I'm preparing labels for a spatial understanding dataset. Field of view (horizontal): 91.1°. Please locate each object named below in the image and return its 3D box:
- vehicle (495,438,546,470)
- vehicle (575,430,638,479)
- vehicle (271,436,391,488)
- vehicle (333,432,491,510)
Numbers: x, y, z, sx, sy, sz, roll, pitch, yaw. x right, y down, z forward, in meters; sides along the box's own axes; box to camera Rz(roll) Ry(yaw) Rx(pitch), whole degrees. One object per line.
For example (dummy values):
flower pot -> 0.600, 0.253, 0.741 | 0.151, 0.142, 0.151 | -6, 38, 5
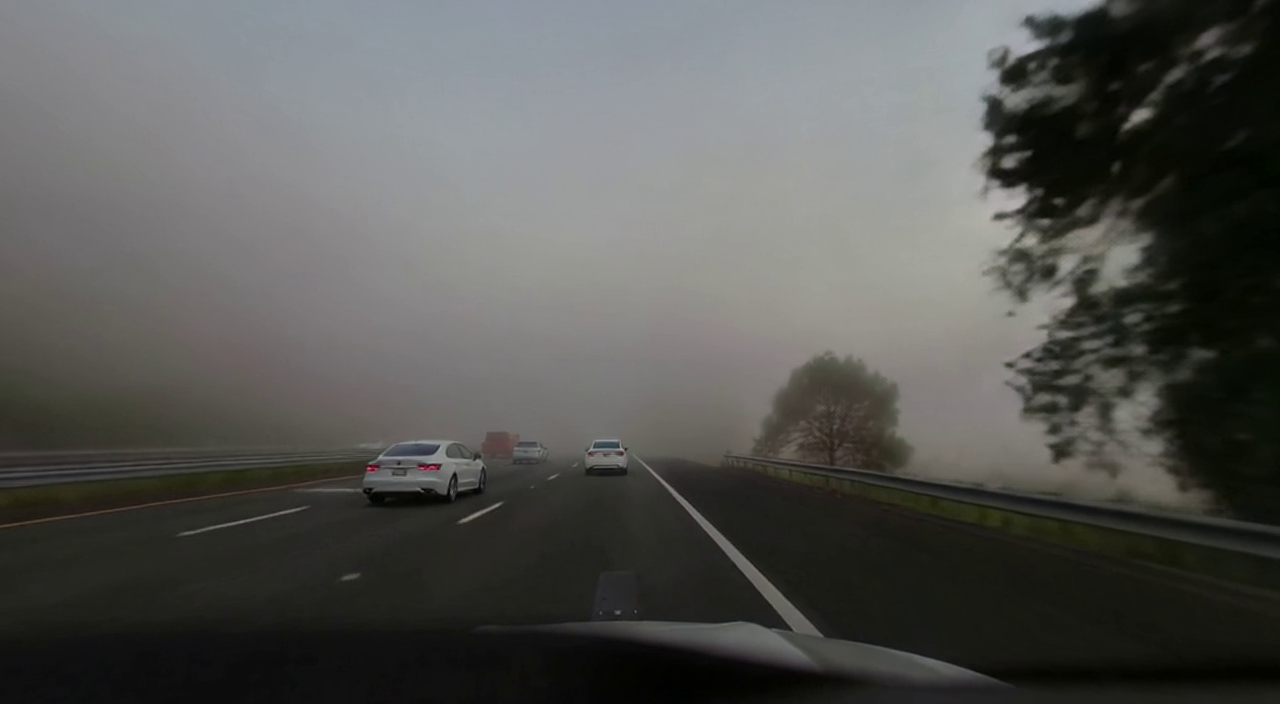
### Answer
vehicle -> -5.748, 4.908, 30.633 | 1.835, 1.432, 3.835 | 0, -8, -1
vehicle -> -1.229, 3.798, 23.721 | 2.178, 1.658, 3.916 | 0, -8, -2
vehicle -> -9.610, 3.406, 19.913 | 1.850, 1.439, 3.932 | 0, -8, -1
vehicle -> -4.879, 2.565, 14.239 | 1.971, 1.464, 4.386 | 0, -8, 0
